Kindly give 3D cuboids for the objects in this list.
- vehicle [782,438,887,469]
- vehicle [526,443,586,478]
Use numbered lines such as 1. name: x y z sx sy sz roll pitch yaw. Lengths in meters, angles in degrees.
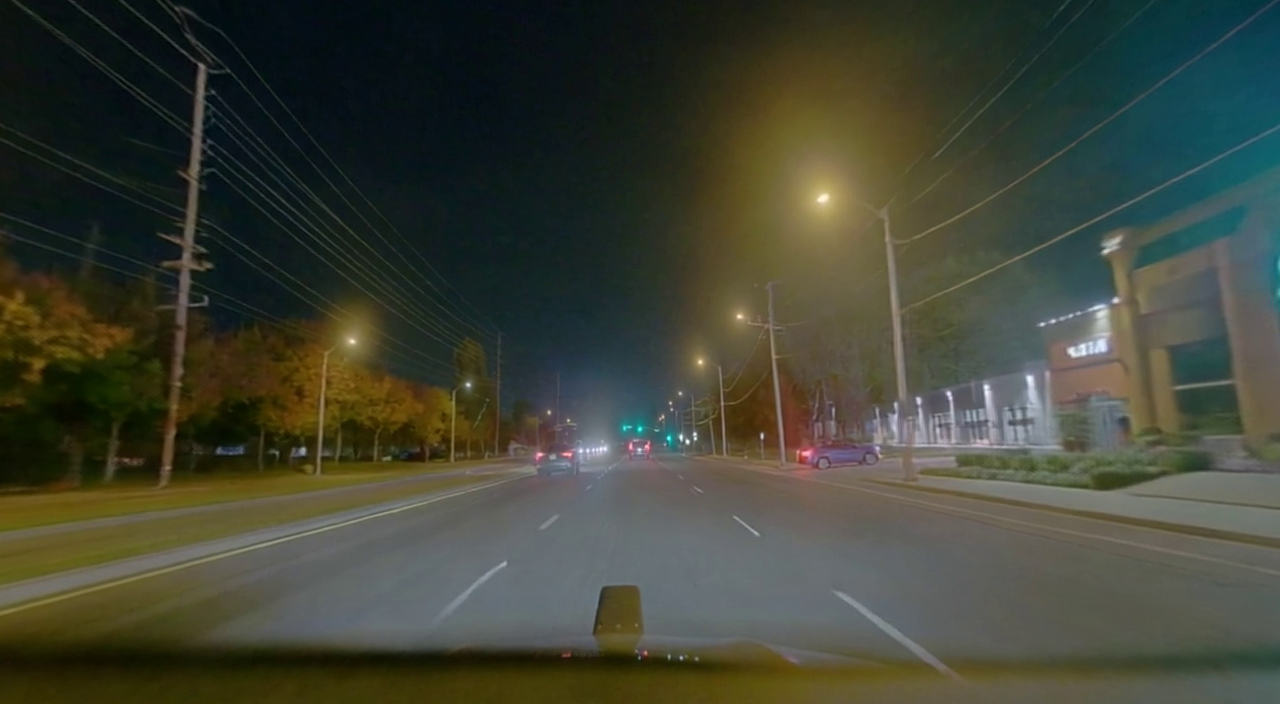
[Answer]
1. vehicle: 10.357 5.427 33.715 4.885 1.576 2.024 1 -9 -6
2. vehicle: -3.642 4.801 28.180 2.076 1.444 4.328 0 -9 0
